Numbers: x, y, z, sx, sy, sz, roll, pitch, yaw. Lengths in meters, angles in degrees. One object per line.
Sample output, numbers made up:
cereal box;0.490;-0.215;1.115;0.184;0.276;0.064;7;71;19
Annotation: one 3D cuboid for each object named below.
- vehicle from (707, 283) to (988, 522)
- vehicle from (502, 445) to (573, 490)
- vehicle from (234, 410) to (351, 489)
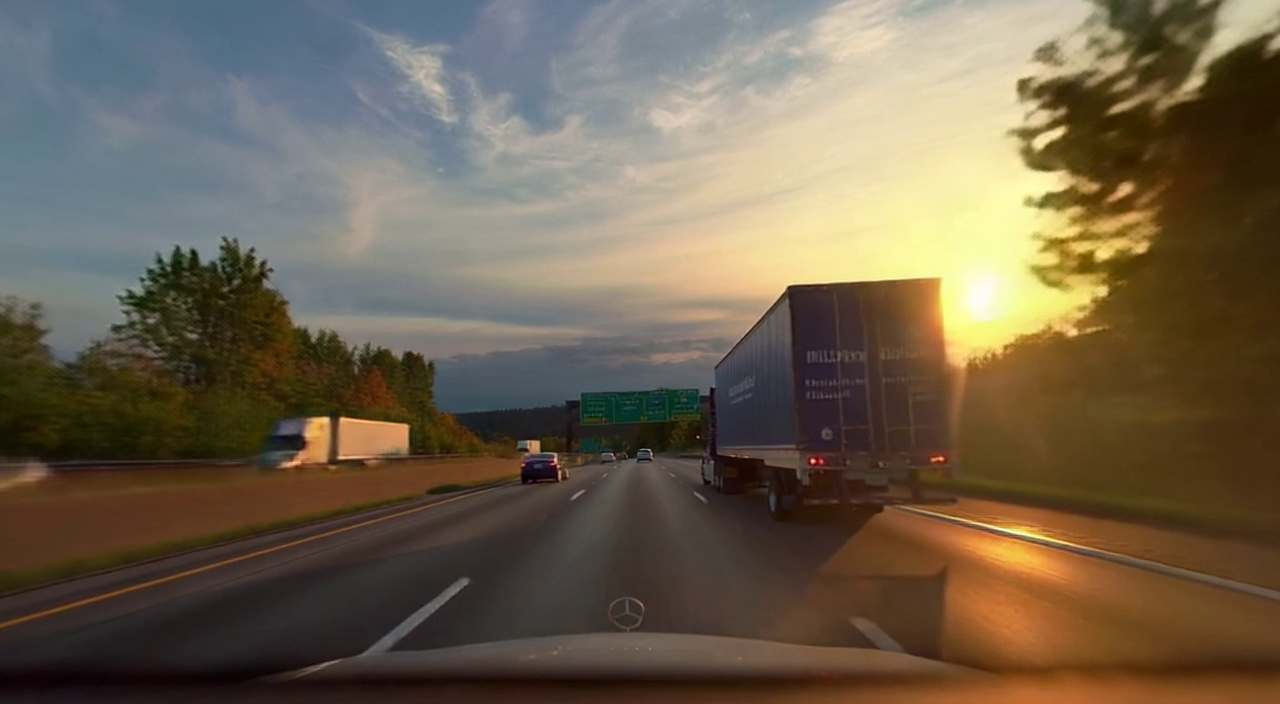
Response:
vehicle;4.161;1.870;17.508;3.025;4.005;14.010;0;-9;0
vehicle;-3.695;4.244;23.464;1.918;1.510;4.006;0;-9;1
vehicle;-18.962;5.368;34.880;2.948;3.981;5.834;0;-9;0
